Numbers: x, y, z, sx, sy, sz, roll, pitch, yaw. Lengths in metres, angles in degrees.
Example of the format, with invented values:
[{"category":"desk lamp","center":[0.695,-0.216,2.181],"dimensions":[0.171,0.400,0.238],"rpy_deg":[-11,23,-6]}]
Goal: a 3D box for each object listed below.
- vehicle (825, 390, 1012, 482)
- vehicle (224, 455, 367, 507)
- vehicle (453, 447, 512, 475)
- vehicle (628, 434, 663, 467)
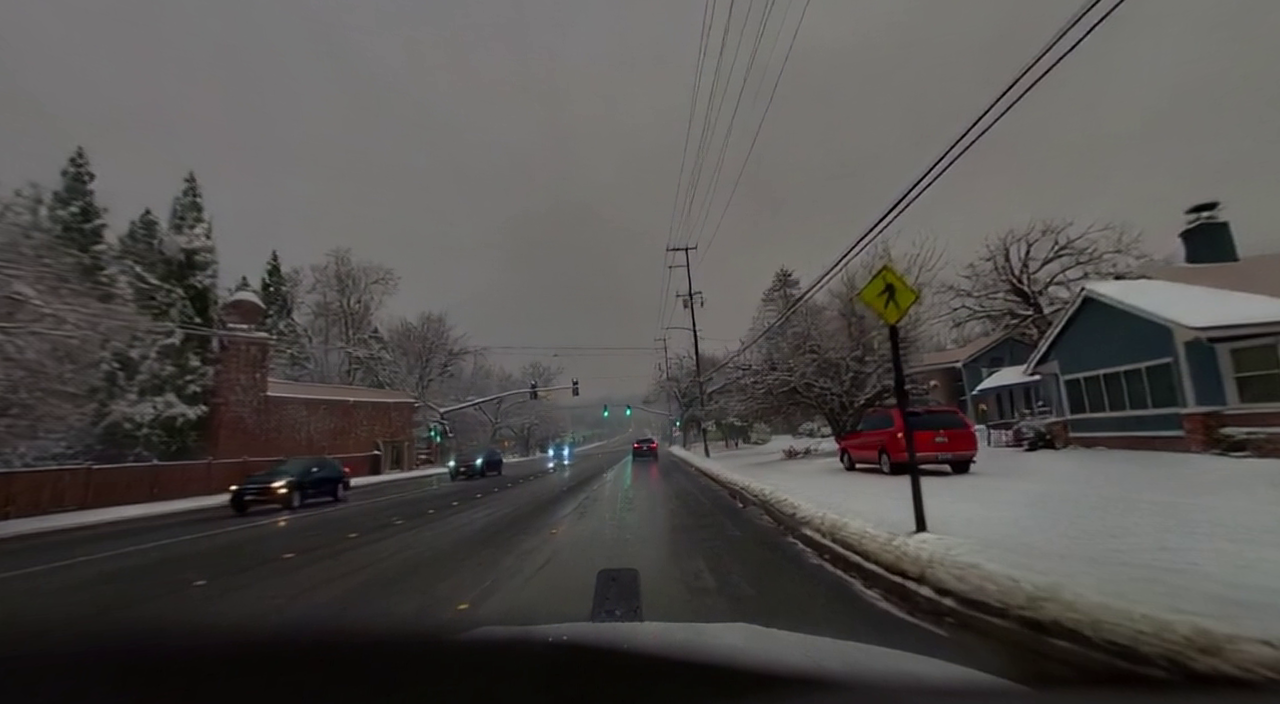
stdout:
[{"category":"vehicle","center":[7.944,2.592,19.104],"dimensions":[2.531,2.263,6.802],"rpy_deg":[0,-9,0]},{"category":"vehicle","center":[-11.803,4.416,22.062],"dimensions":[2.176,1.528,4.750],"rpy_deg":[-1,-8,3]},{"category":"vehicle","center":[-10.269,7.132,41.488],"dimensions":[2.297,1.566,4.908],"rpy_deg":[-3,-9,5]},{"category":"vehicle","center":[0.339,6.112,39.191],"dimensions":[2.059,1.908,4.714],"rpy_deg":[0,-8,0]}]
